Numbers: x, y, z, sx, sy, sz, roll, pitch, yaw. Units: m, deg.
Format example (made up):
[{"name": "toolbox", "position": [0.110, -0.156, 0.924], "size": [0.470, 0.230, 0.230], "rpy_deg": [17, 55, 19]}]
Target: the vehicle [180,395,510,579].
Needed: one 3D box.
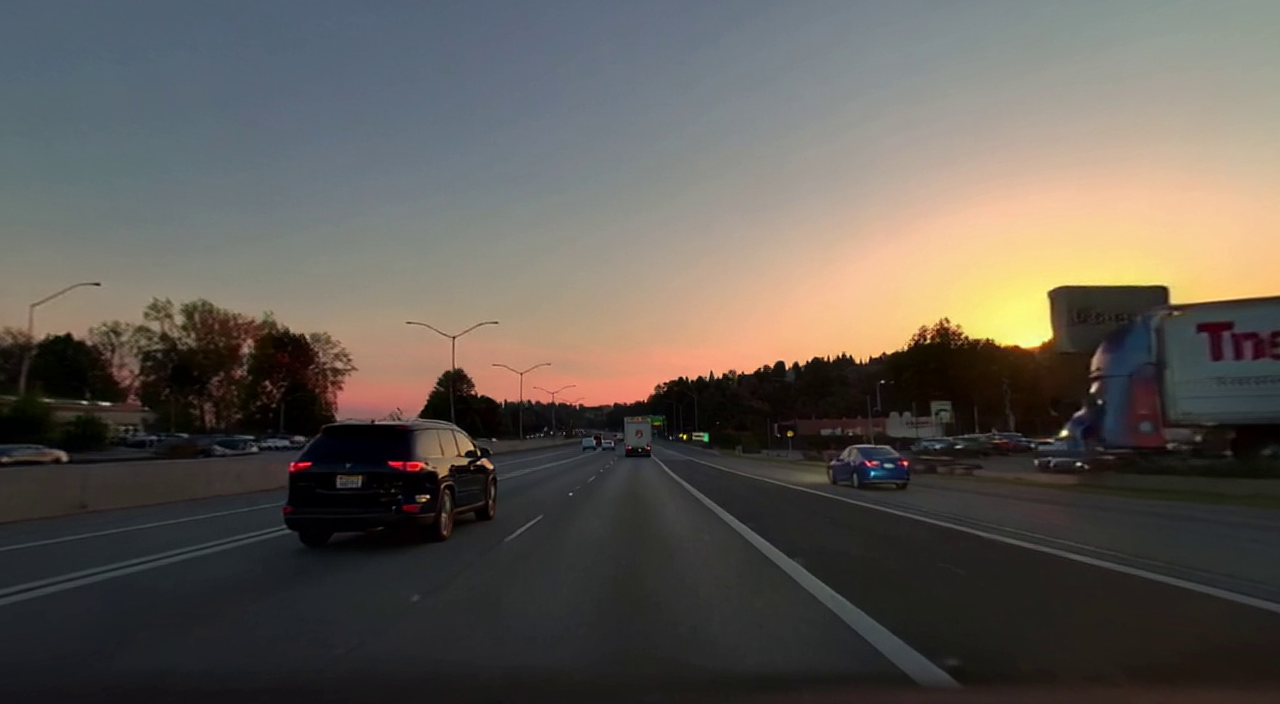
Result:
[{"name": "vehicle", "position": [-3.464, 1.712, 8.809], "size": [2.178, 1.826, 4.933], "rpy_deg": [0, -8, 1]}]

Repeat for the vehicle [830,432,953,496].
[{"name": "vehicle", "position": [7.372, 3.300, 18.893], "size": [1.958, 1.681, 4.109], "rpy_deg": [0, -8, 0]}]
